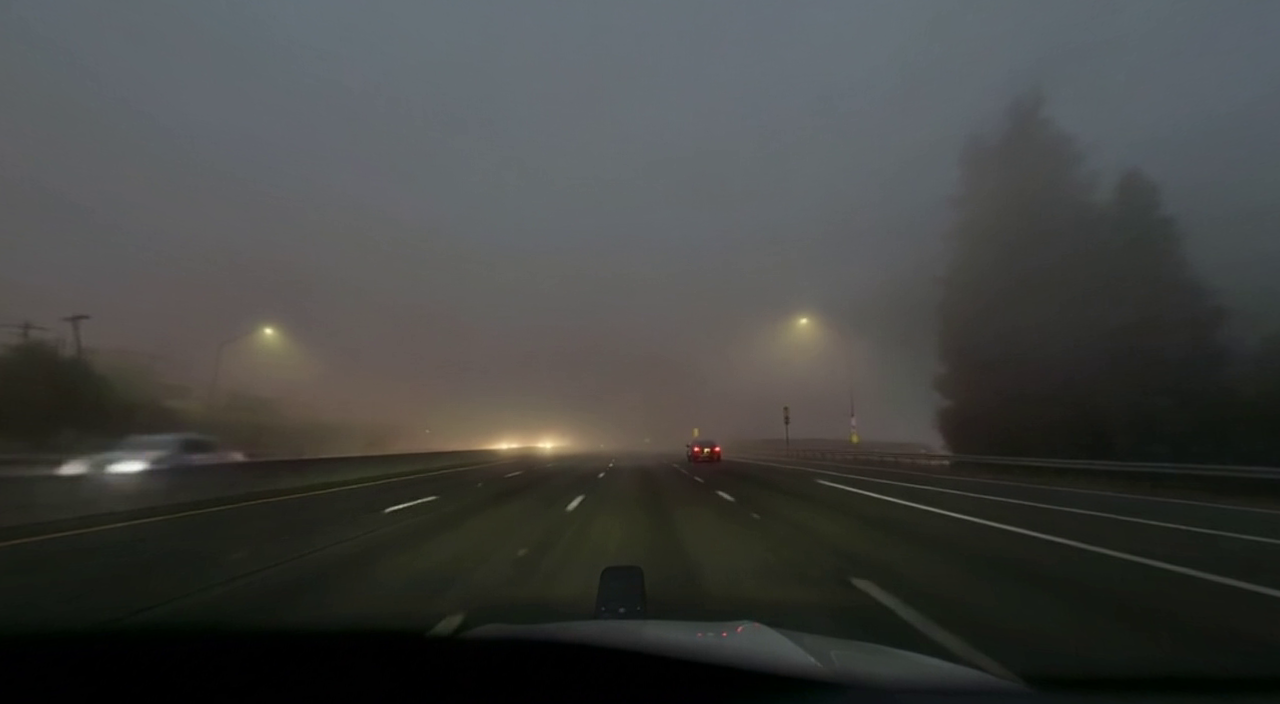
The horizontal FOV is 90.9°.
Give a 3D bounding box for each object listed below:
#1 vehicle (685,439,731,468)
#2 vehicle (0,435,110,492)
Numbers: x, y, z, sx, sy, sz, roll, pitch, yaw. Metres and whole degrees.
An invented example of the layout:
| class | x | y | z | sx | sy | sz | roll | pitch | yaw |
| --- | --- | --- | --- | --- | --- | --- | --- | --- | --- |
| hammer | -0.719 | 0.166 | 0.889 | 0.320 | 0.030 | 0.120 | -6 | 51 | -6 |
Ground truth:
| class | x | y | z | sx | sy | sz | roll | pitch | yaw |
| --- | --- | --- | --- | --- | --- | --- | --- | --- | --- |
| vehicle | 3.626 | 5.529 | 34.446 | 1.926 | 1.477 | 4.025 | 0 | -8 | -2 |
| vehicle | -19.504 | 3.453 | 19.708 | 1.939 | 1.625 | 4.523 | 0 | -8 | -1 |
